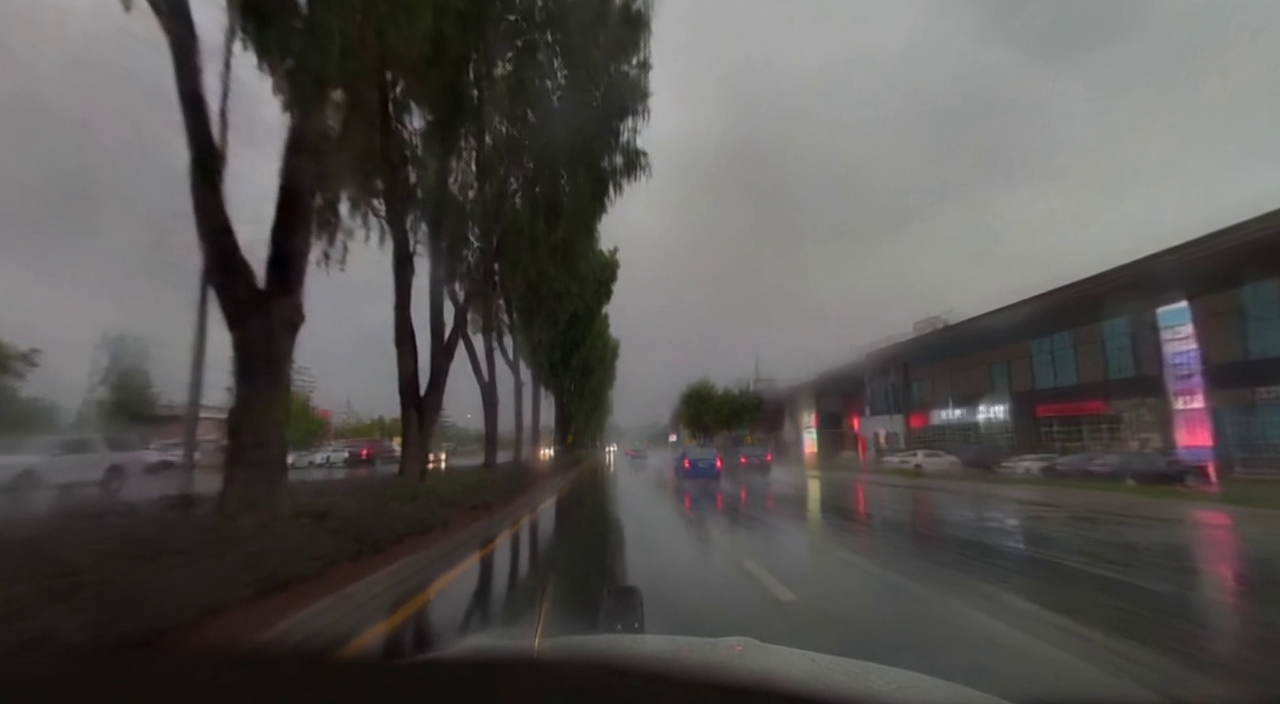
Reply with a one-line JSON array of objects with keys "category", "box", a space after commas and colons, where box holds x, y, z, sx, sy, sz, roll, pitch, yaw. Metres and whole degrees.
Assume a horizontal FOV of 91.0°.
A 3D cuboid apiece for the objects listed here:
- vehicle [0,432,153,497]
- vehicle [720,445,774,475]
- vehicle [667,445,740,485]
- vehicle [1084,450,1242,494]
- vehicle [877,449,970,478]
[{"category": "vehicle", "box": [-21.904, 4.068, 23.055, 2.593, 2.075, 6.841, 0, -9, 1]}, {"category": "vehicle", "box": [5.752, 5.868, 34.375, 1.886, 1.528, 4.169, 1, -9, -5]}, {"category": "vehicle", "box": [2.459, 4.532, 25.558, 2.256, 1.451, 4.313, 0, -9, -4]}, {"category": "vehicle", "box": [19.331, 4.379, 23.317, 4.646, 1.479, 2.070, 2, -9, -15]}, {"category": "vehicle", "box": [15.924, 6.238, 35.360, 4.486, 1.532, 1.939, 3, -9, -16]}]
